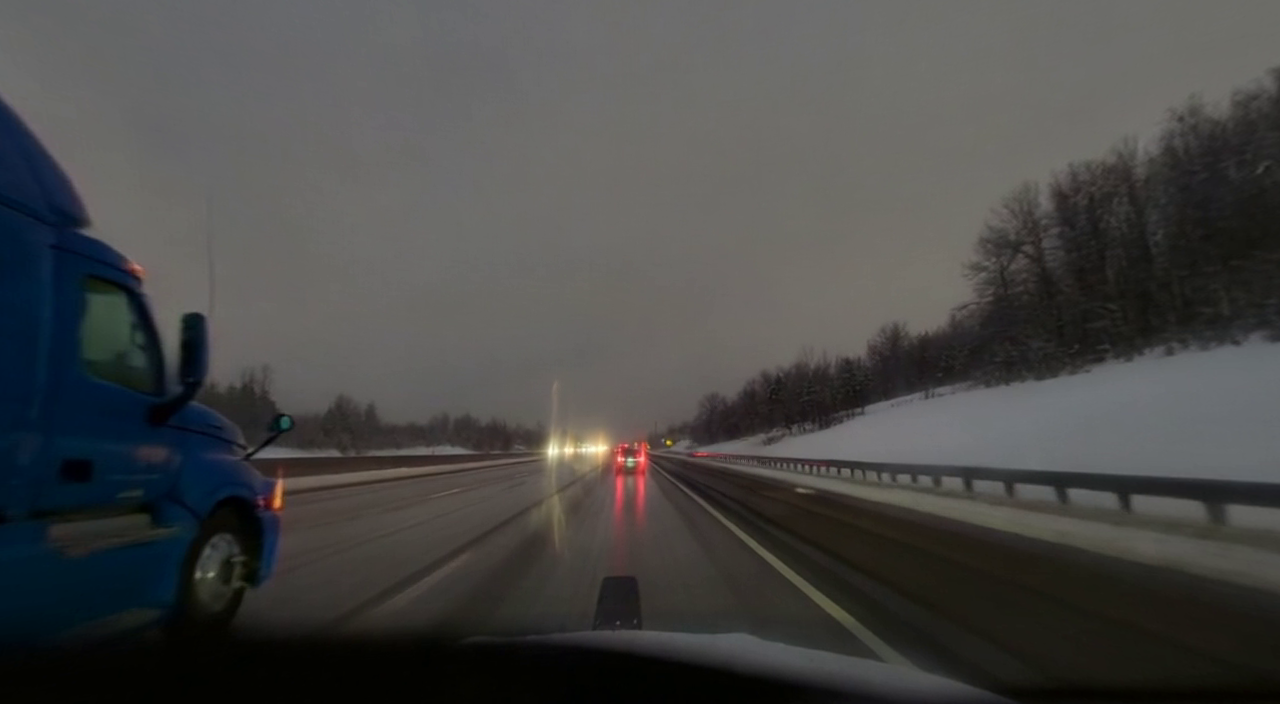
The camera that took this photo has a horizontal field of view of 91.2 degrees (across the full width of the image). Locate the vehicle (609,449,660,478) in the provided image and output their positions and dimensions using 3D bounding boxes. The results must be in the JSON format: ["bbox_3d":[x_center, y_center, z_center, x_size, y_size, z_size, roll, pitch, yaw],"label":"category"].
[{"bbox_3d":[-0.324,5.692,32.315,2.398,1.336,5.698,0,-9,-1],"label":"vehicle"}]

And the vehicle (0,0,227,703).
[{"bbox_3d":[-4.160,-0.095,2.583,3.036,3.291,2.419,0,-9,-2],"label":"vehicle"}]
